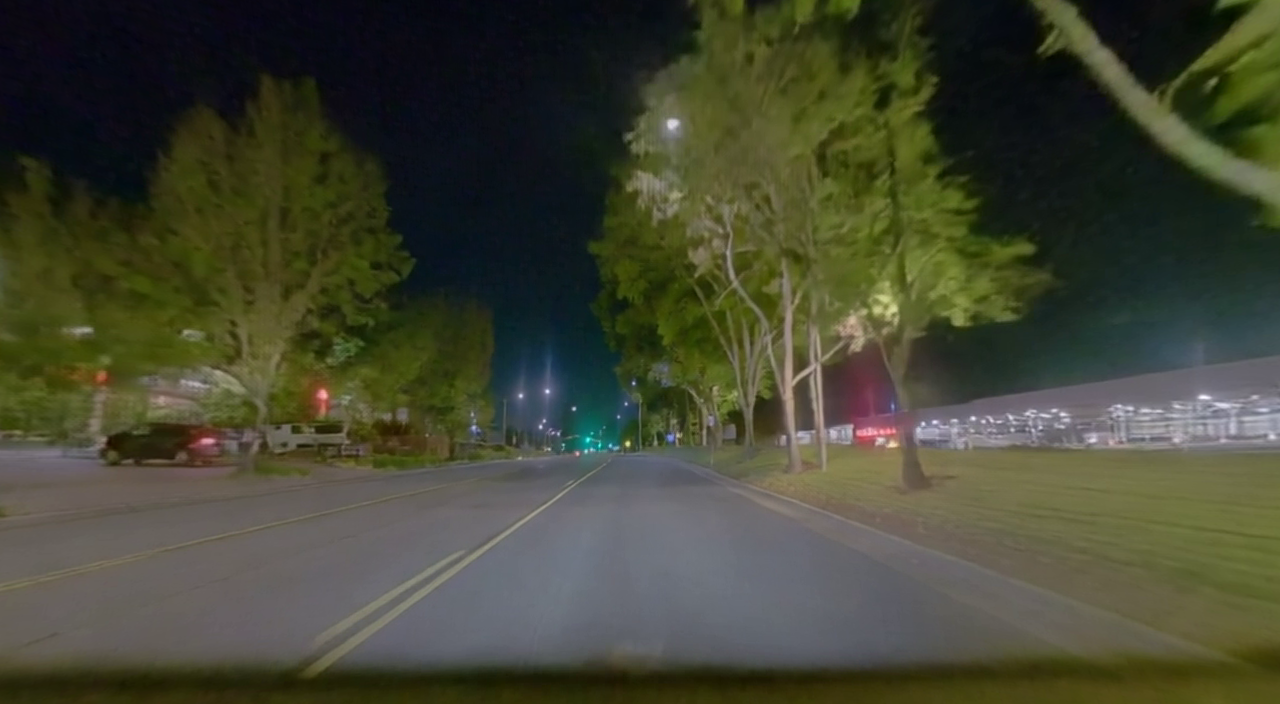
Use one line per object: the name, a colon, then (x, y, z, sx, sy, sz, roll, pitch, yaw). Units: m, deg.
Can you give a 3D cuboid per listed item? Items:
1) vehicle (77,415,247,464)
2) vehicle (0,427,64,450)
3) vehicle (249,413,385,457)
vehicle: (-19.409, 3.602, 25.877, 5.109, 1.891, 2.206, 0, -8, -1)
vehicle: (-46.373, 6.503, 47.504, 4.146, 1.644, 1.716, 5, -10, -33)
vehicle: (-19.776, 5.135, 38.977, 6.919, 2.613, 2.356, 1, -8, -5)
